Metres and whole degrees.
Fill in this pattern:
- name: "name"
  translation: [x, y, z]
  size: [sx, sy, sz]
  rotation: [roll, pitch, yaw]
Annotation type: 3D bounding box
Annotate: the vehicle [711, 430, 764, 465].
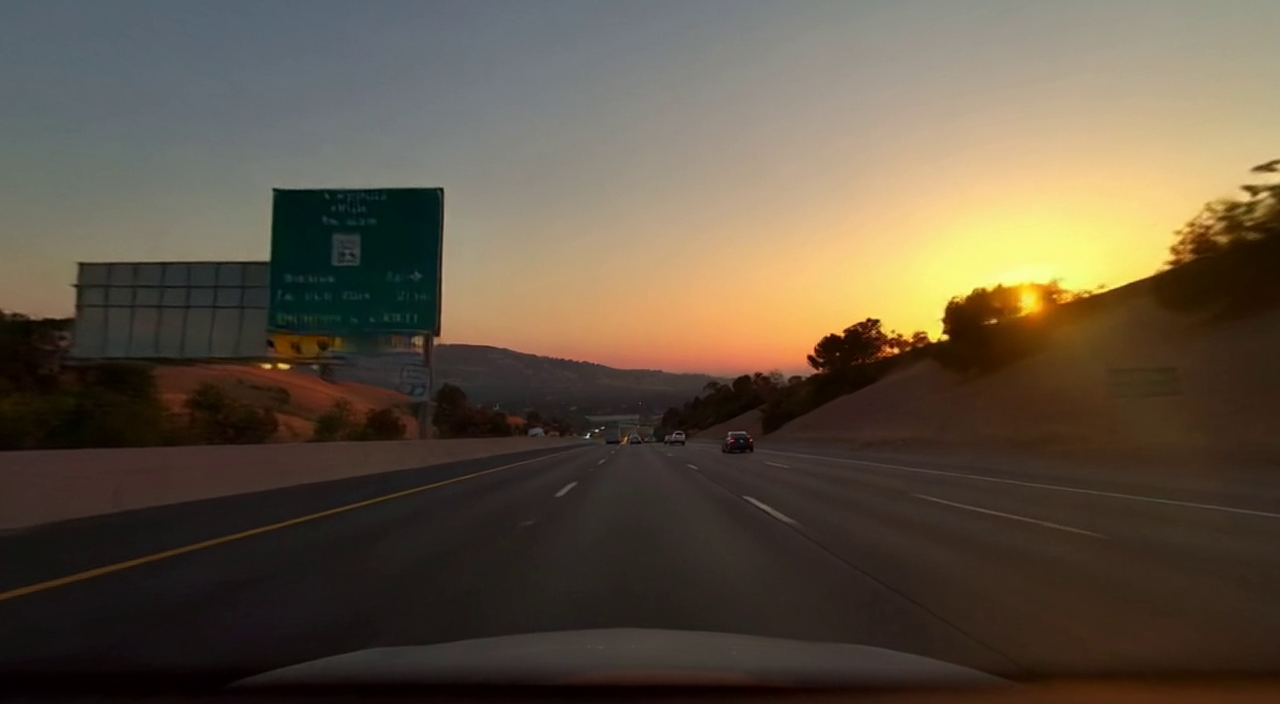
- name: "vehicle"
  translation: [4.418, 4.364, 29.028]
  size: [1.802, 1.492, 3.804]
  rotation: [0, -8, -1]
